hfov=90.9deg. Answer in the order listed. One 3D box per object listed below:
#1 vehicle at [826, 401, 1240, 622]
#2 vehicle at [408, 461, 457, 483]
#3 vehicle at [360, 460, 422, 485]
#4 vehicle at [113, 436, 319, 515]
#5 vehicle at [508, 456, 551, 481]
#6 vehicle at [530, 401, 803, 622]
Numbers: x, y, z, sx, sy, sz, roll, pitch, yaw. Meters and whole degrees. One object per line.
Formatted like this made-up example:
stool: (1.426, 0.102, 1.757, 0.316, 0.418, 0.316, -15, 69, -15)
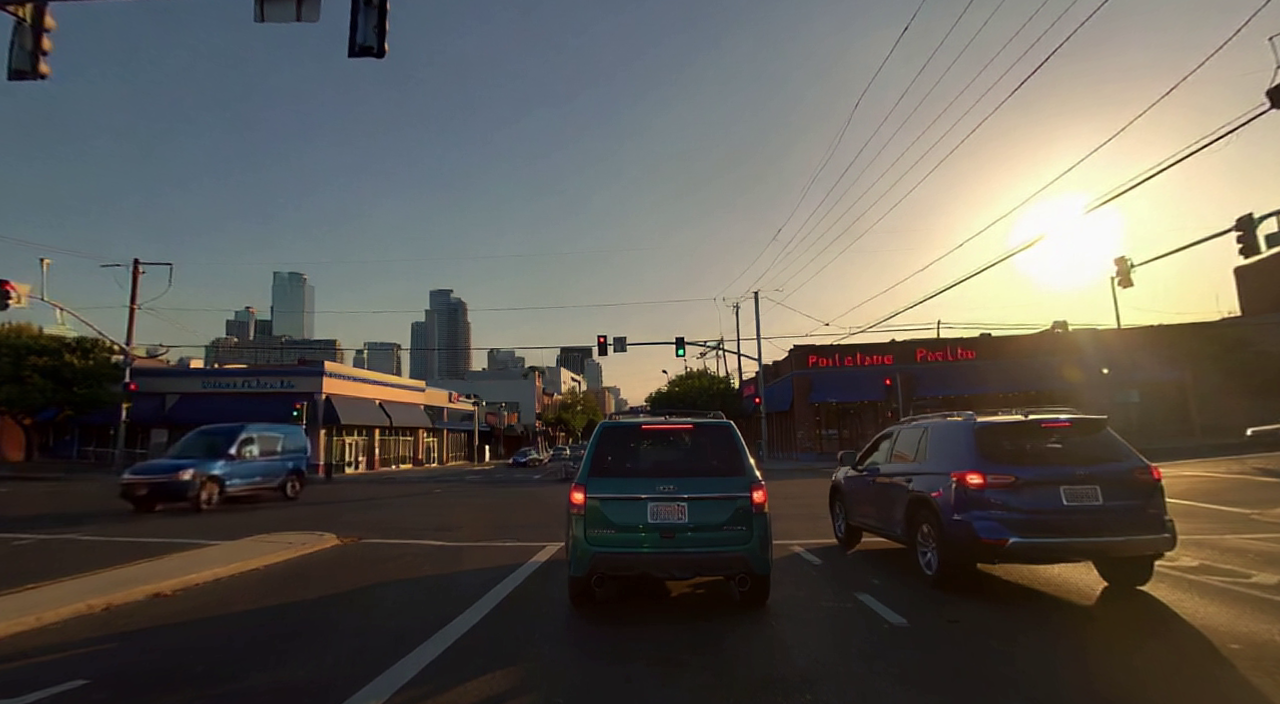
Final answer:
vehicle: (3.616, 1.523, 6.976, 1.976, 1.664, 4.189, -1, -8, 2)
vehicle: (-15.483, 8.961, 47.269, 1.875, 1.475, 4.449, -1, -8, 5)
vehicle: (-16.234, 7.855, 41.429, 1.872, 1.433, 4.404, -1, -8, 6)
vehicle: (-10.925, 3.183, 16.818, 2.029, 1.776, 4.711, -1, -8, 3)
vehicle: (-8.398, 8.839, 48.202, 2.023, 1.713, 4.451, -1, -8, 6)
vehicle: (0.258, 1.509, 6.829, 2.098, 1.682, 3.778, 0, -8, 2)
